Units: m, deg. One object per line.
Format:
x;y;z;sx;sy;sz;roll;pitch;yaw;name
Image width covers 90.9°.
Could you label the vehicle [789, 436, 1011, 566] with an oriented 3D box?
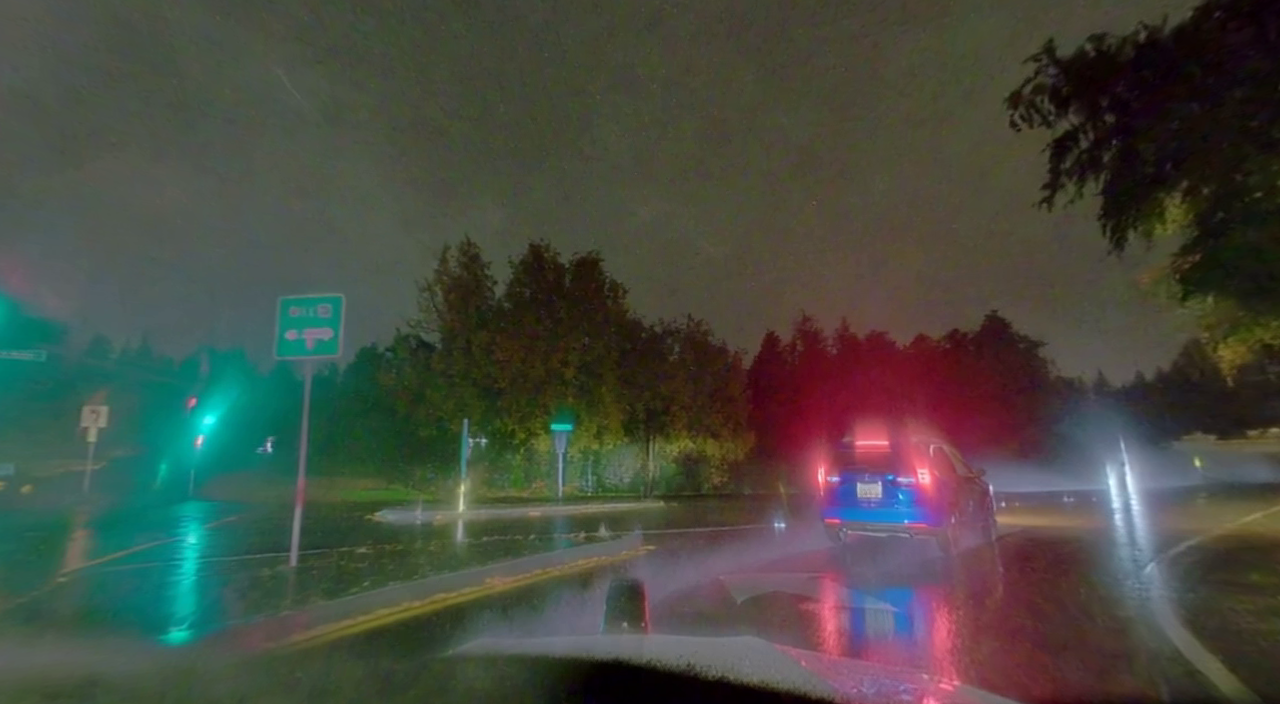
4.200;2.104;9.809;2.148;1.521;4.089;-7;-11;36;vehicle
